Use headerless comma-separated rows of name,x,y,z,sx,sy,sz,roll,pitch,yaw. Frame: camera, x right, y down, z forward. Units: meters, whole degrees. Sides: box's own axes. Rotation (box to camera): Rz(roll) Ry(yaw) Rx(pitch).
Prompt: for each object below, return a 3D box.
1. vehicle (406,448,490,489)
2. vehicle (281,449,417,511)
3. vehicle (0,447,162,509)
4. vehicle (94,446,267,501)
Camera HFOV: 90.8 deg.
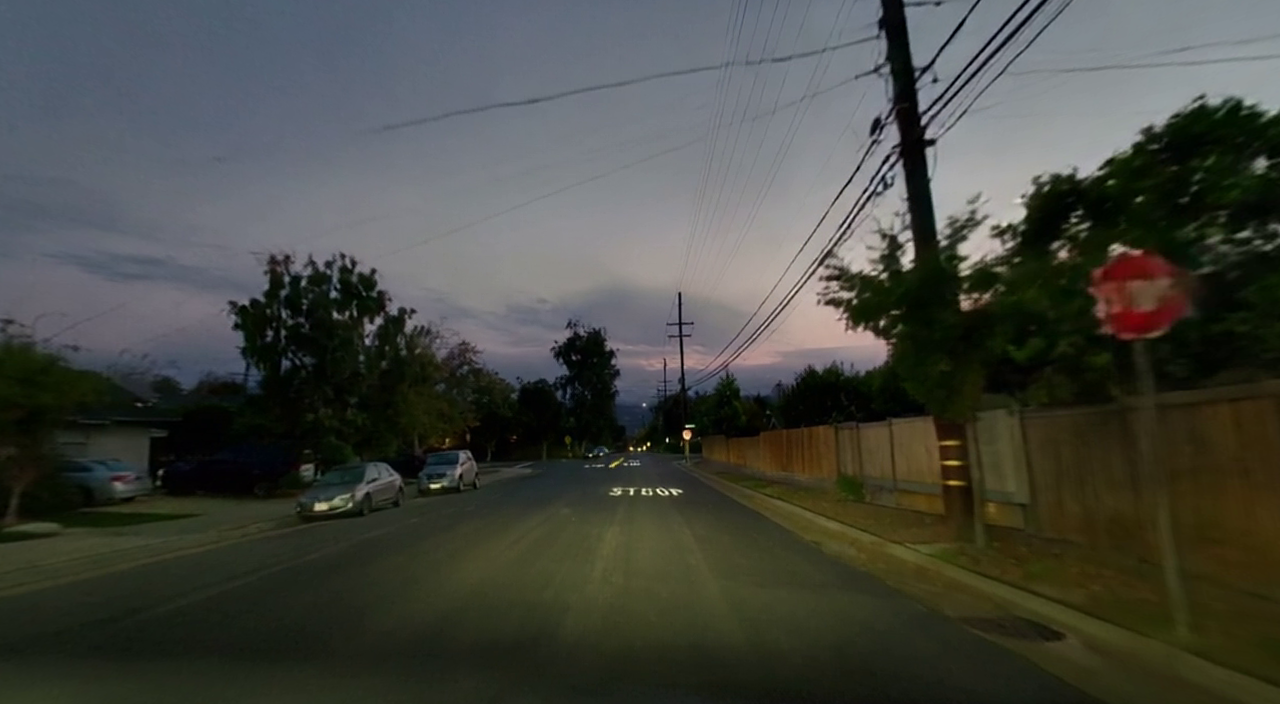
vehicle,-8.494,5.160,28.338,2.047,1.679,3.948,-1,-9,8
vehicle,-8.541,3.749,19.010,1.950,1.627,4.027,-1,-8,4
vehicle,-17.983,3.837,19.509,4.539,1.737,2.098,2,-9,-14
vehicle,-16.232,4.281,22.575,4.364,1.802,2.122,1,-8,-8
